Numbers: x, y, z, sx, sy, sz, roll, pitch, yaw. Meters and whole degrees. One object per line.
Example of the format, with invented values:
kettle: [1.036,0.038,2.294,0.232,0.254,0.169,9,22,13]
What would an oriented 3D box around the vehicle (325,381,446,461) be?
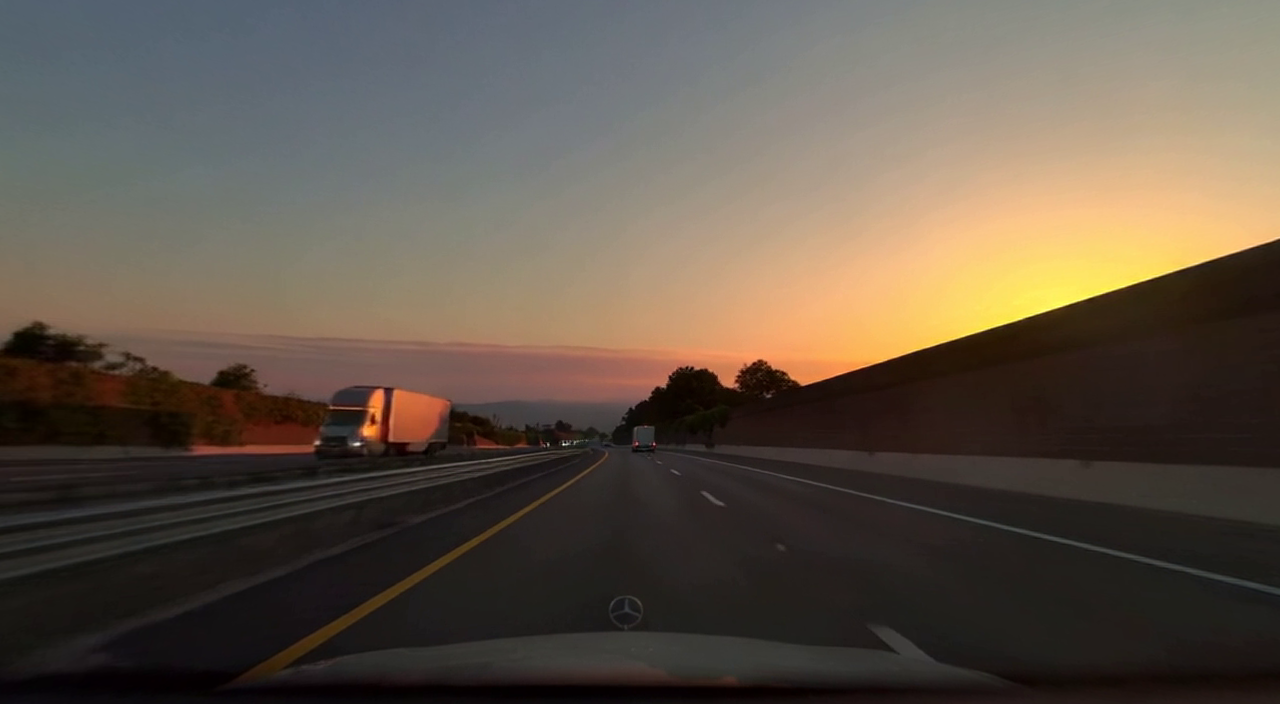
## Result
vehicle: [-16.645,4.785,42.727,3.039,4.546,13.279,1,-7,-2]
